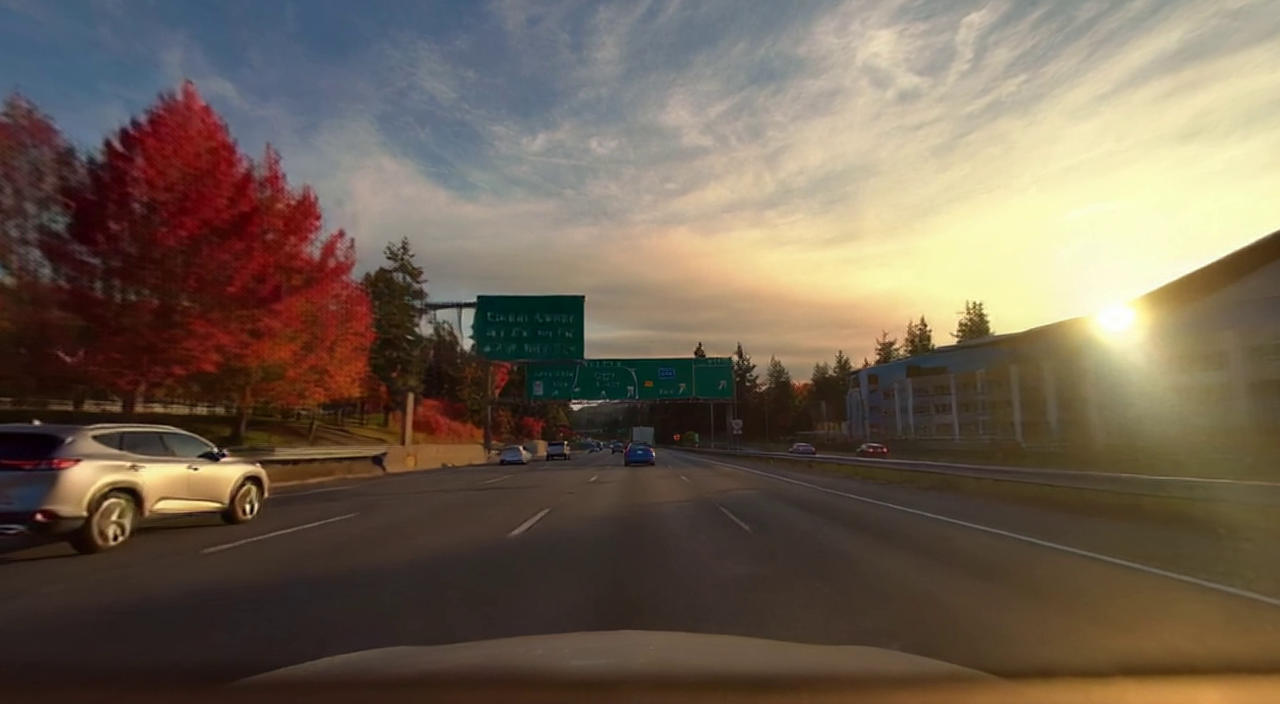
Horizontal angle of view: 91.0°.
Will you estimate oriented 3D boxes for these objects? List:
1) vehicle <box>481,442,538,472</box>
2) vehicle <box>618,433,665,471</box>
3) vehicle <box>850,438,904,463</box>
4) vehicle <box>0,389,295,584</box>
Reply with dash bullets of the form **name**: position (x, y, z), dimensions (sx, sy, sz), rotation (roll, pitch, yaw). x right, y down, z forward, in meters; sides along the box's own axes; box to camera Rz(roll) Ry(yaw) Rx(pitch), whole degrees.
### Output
- **vehicle**: position (-7.021, 5.689, 34.381), dimensions (2.074, 1.495, 4.643), rotation (0, -9, 0)
- **vehicle**: position (0.058, 5.250, 33.136), dimensions (2.245, 1.863, 4.801), rotation (0, -9, 0)
- **vehicle**: position (16.996, 7.075, 45.397), dimensions (2.019, 1.657, 4.582), rotation (0, -9, 0)
- **vehicle**: position (-7.120, 1.638, 8.436), dimensions (2.146, 1.834, 4.999), rotation (0, -9, 0)
